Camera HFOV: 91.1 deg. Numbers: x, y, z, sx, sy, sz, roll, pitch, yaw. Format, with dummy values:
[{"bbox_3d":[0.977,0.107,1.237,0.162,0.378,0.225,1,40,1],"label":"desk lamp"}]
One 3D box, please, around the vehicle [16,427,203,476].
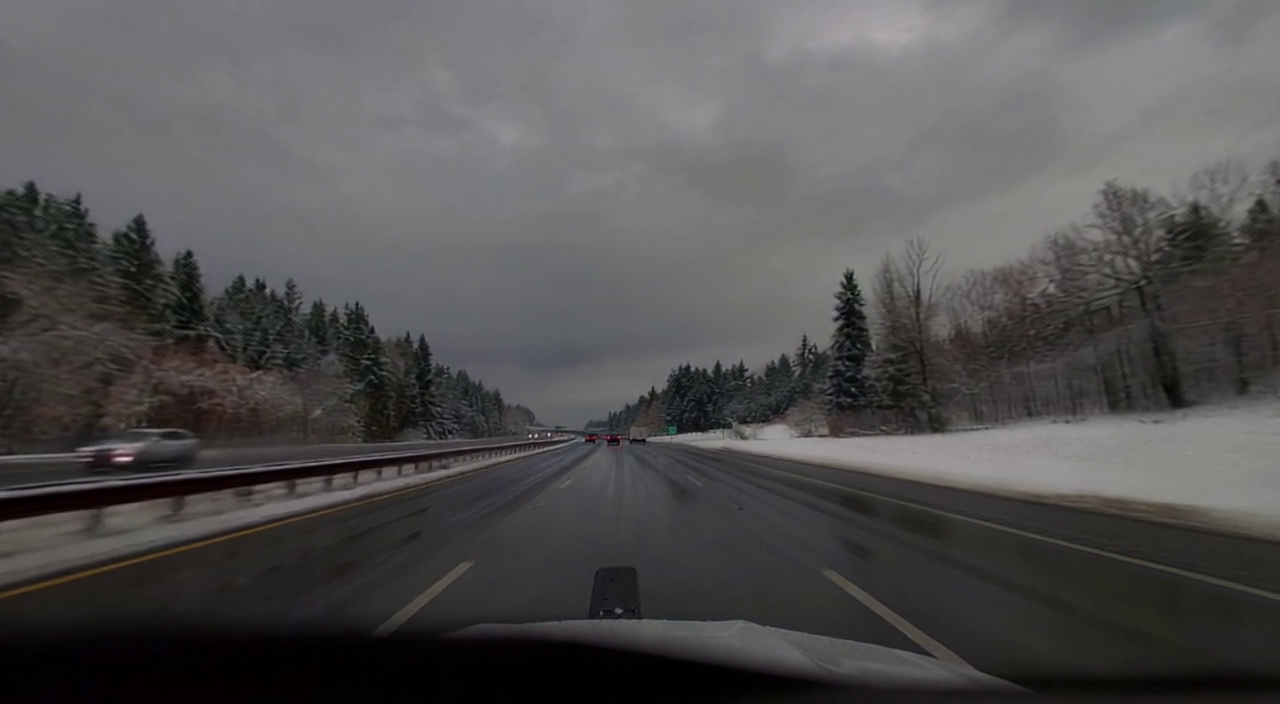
[{"bbox_3d":[-16.833,3.173,20.363,1.957,1.378,4.740,0,-8,0],"label":"vehicle"}]
